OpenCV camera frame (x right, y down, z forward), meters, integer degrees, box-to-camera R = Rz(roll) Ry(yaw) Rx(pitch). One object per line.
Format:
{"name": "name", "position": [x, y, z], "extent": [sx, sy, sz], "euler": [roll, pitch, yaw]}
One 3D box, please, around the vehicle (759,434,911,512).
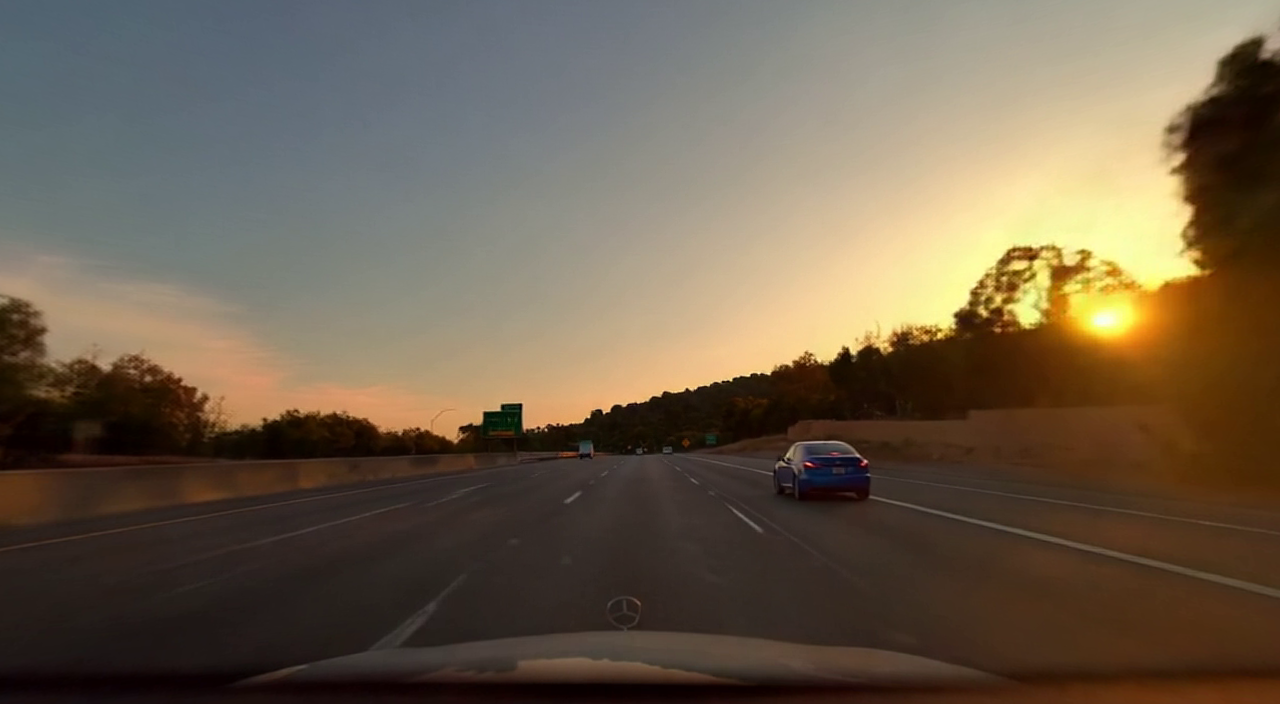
{"name": "vehicle", "position": [4.243, 2.704, 14.574], "extent": [2.033, 1.501, 4.398], "euler": [0, -9, -1]}
